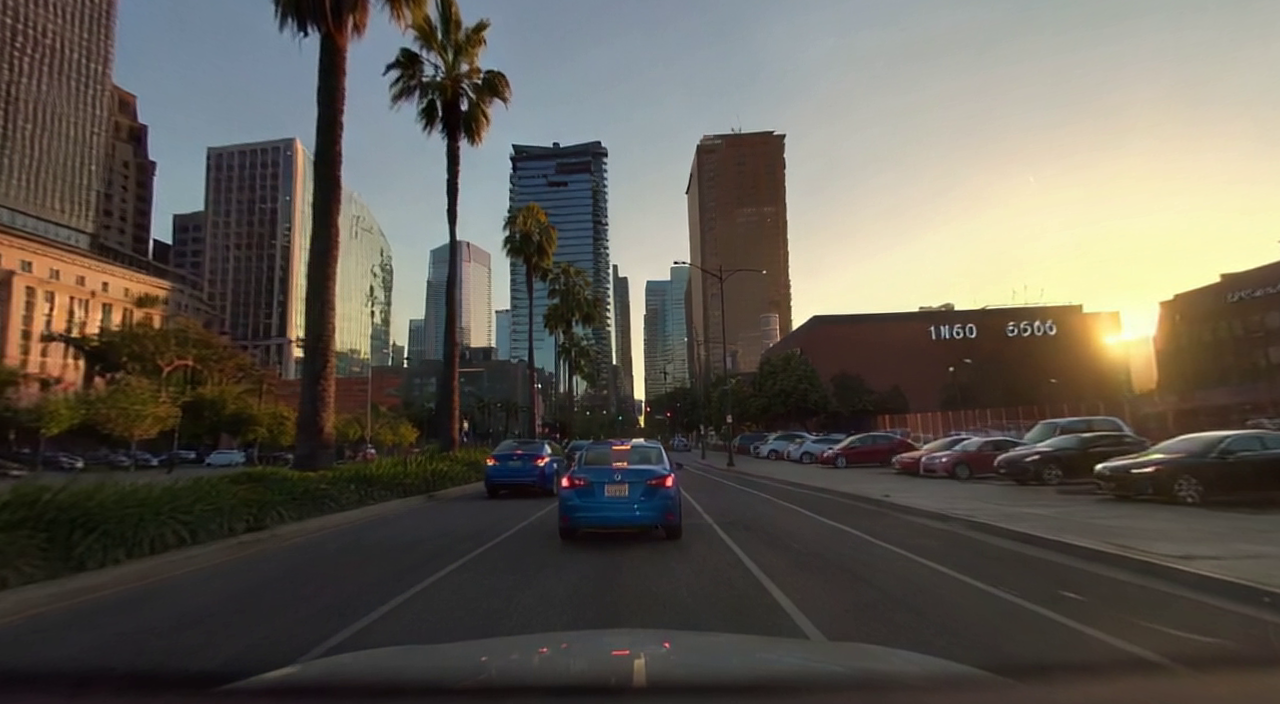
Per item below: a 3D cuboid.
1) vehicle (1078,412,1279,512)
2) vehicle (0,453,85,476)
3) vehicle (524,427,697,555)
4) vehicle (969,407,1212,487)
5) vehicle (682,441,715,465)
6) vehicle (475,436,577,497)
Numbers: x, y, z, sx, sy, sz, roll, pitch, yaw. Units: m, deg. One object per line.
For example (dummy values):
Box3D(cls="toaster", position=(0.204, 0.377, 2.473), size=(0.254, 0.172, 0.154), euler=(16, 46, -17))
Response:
Box3D(cls="vehicle", position=(12.638, 2.214, 13.247), size=(5.188, 1.805, 2.228), euler=(-2, -8, -3))
Box3D(cls="vehicle", position=(-41.659, 7.812, 43.915), size=(4.261, 1.507, 1.977), euler=(0, -9, 0))
Box3D(cls="vehicle", position=(-0.327, 1.902, 9.256), size=(2.004, 1.465, 3.713), euler=(0, -9, 0))
Box3D(cls="vehicle", position=(12.866, 2.772, 18.406), size=(5.187, 1.962, 2.196), euler=(-3, -9, 4))
Box3D(cls="vehicle", position=(4.312, 7.498, 47.157), size=(2.039, 1.701, 4.223), euler=(0, -9, 0))
Box3D(cls="vehicle", position=(-3.110, 3.227, 18.199), size=(2.071, 1.544, 4.383), euler=(0, -9, 1))
